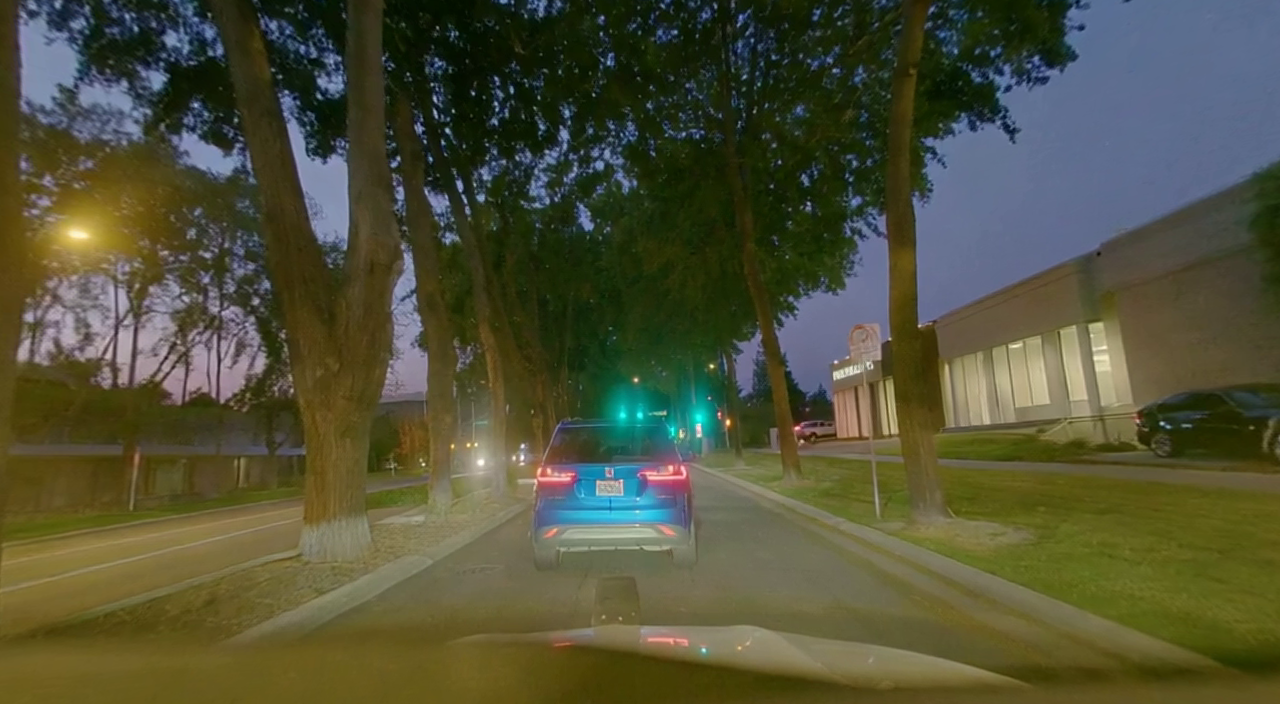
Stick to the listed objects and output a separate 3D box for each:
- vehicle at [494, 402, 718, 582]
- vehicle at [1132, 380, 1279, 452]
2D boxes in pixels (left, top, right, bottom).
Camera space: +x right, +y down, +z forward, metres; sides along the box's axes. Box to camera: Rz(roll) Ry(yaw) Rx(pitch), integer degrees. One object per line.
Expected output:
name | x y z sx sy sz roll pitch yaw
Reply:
vehicle | -0.277 1.629 8.049 2.136 1.703 3.910 -1 -8 2
vehicle | 13.810 1.443 13.906 4.270 1.486 2.042 -5 -10 27
